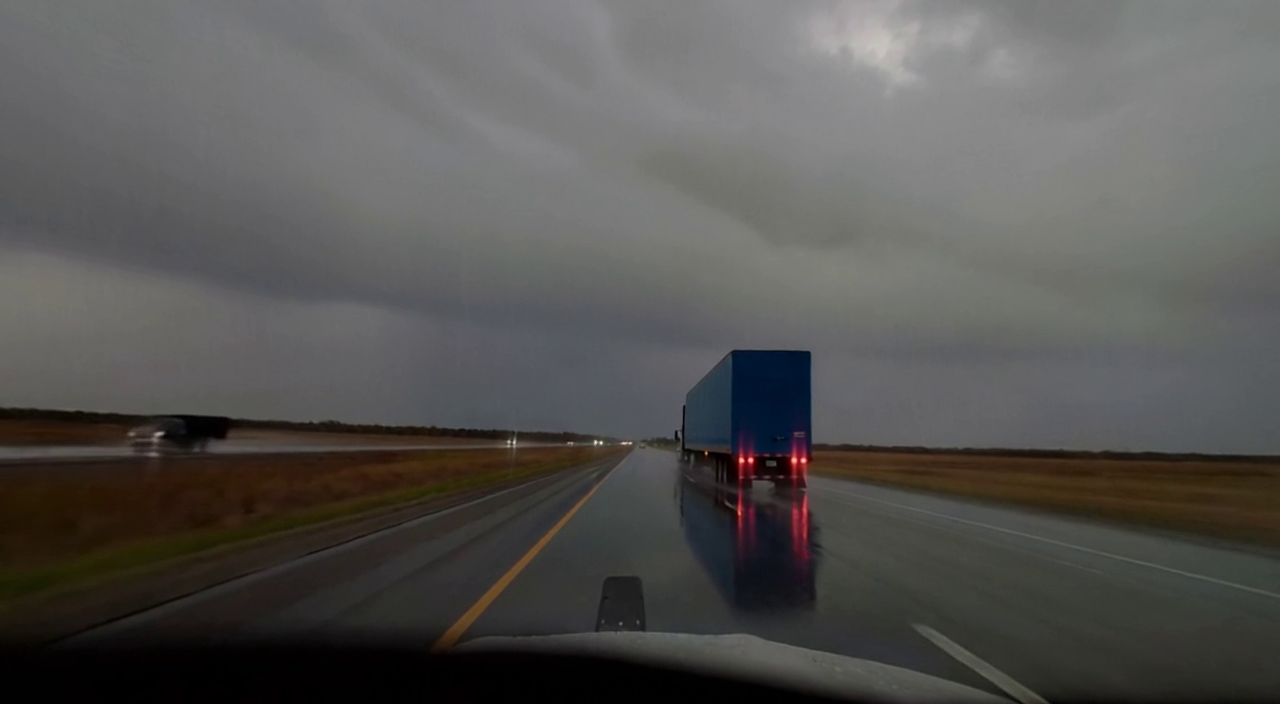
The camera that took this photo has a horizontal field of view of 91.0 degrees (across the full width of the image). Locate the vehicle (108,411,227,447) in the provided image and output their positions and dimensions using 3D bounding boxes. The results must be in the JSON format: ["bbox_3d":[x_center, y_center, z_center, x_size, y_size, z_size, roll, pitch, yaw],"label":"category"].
[{"bbox_3d":[-29.336,4.904,39.467,2.342,2.031,6.463,0,-9,1],"label":"vehicle"}]

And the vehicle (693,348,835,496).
[{"bbox_3d":[4.047,2.937,24.415,2.818,4.206,12.987,0,-9,0],"label":"vehicle"}]
